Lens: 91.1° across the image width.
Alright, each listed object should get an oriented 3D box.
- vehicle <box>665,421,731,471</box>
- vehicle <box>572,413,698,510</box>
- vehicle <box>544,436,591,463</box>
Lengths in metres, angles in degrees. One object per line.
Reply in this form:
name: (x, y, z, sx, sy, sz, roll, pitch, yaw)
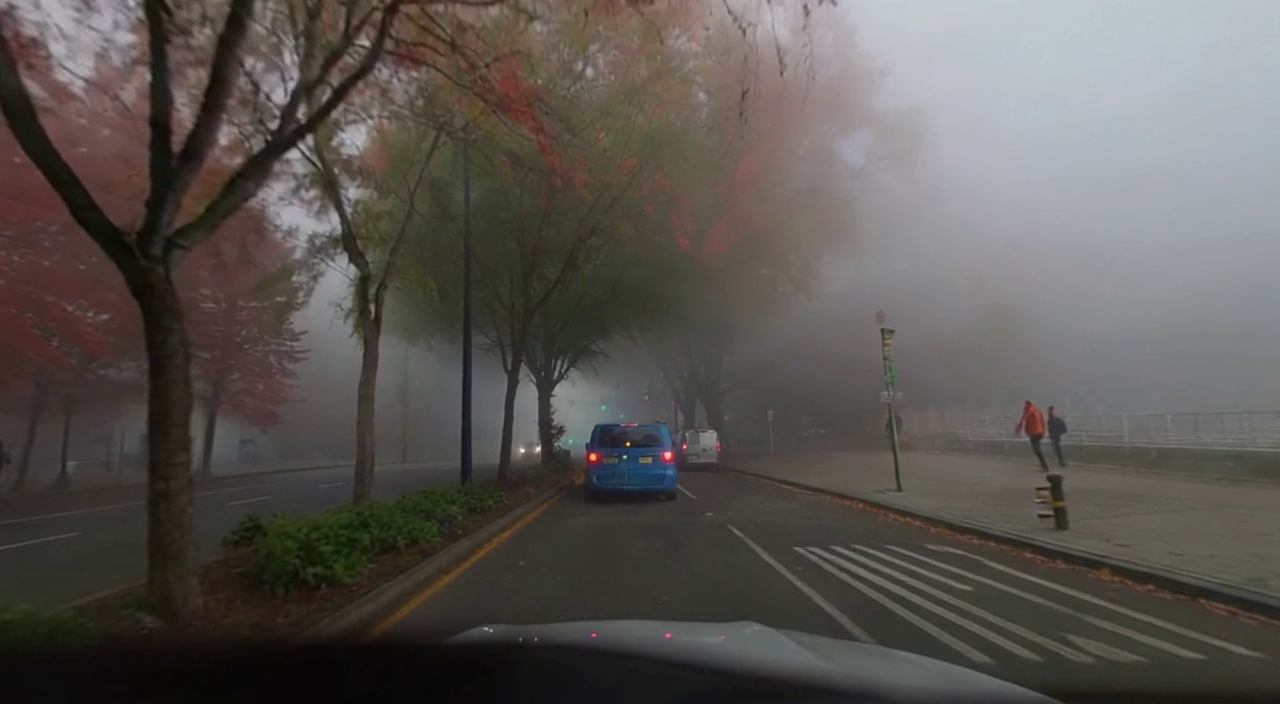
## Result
vehicle: (2.428, 4.080, 27.502, 2.147, 1.968, 4.478, 1, -8, -4)
vehicle: (-0.127, 2.262, 13.495, 2.274, 1.736, 4.083, 0, -8, -1)
vehicle: (-4.032, 5.498, 35.663, 2.096, 1.415, 4.515, 0, -8, 0)
